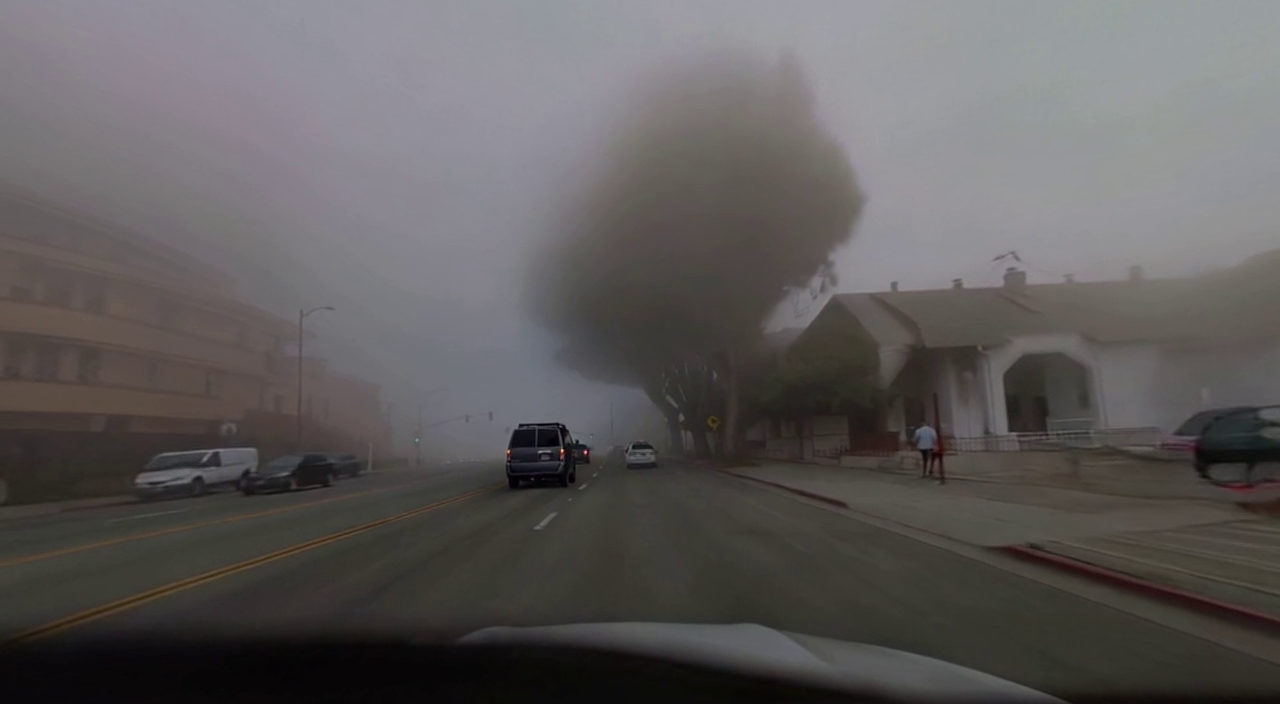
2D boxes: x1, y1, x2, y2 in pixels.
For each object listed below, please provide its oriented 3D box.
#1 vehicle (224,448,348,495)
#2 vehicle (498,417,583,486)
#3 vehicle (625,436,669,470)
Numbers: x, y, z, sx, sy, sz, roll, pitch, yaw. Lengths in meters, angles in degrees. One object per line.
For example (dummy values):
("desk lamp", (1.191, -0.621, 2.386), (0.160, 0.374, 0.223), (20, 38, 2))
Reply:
("vehicle", (-13.228, 4.464, 24.078), (2.055, 1.546, 5.019), (0, -8, -4))
("vehicle", (-3.342, 3.499, 22.364), (2.213, 2.123, 5.124), (0, -8, -1))
("vehicle", (0.304, 5.347, 33.676), (2.126, 1.657, 4.132), (0, -8, -3))
